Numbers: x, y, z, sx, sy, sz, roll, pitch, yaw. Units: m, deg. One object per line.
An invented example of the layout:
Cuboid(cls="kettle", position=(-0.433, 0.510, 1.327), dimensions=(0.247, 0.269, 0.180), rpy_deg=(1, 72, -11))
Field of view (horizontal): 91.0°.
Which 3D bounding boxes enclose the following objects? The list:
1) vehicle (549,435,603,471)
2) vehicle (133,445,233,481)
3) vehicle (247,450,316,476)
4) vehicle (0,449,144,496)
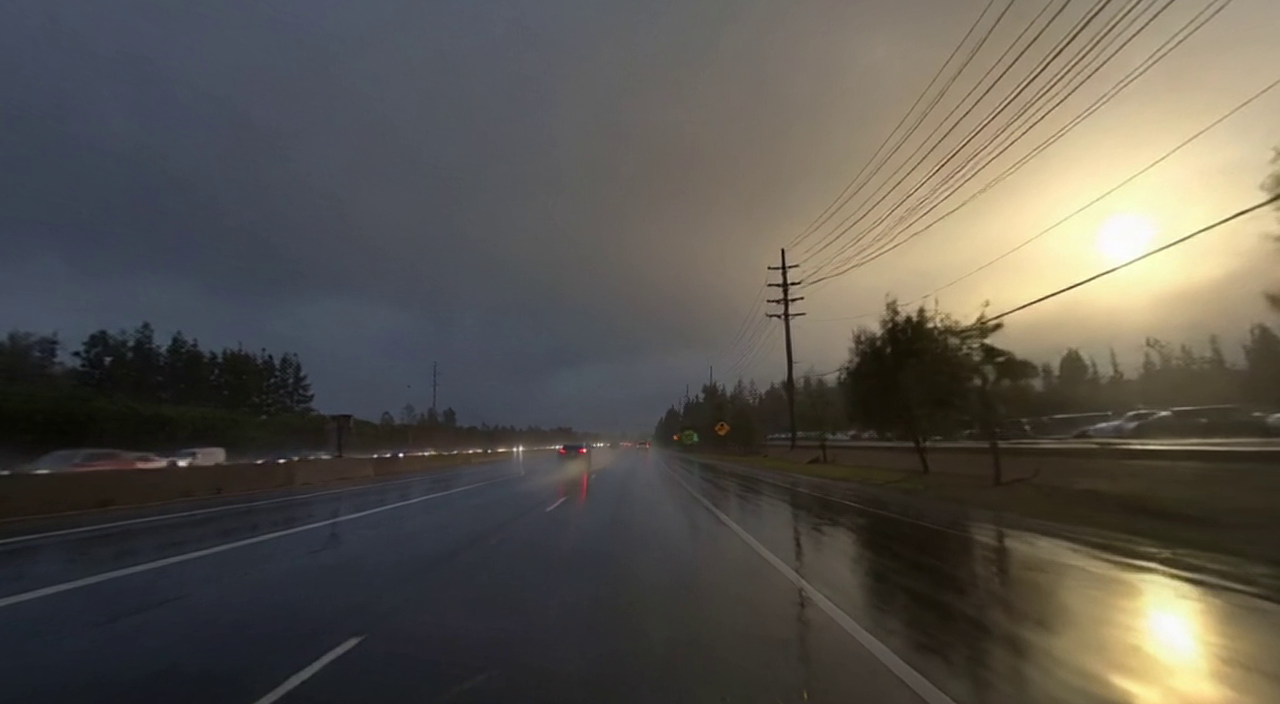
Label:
Cuboid(cls="vehicle", position=(-3.709, 6.021, 37.650), dimensions=(2.577, 1.939, 5.408), rpy_deg=(0, -9, 1))
Cuboid(cls="vehicle", position=(-35.775, 8.670, 49.635), dimensions=(2.863, 2.643, 6.699), rpy_deg=(0, -9, -1))
Cuboid(cls="vehicle", position=(-24.827, 7.682, 43.784), dimensions=(2.015, 1.672, 4.634), rpy_deg=(0, -9, 1))
Cuboid(cls="vehicle", position=(-24.469, 5.043, 26.939), dimensions=(2.001, 1.787, 5.480), rpy_deg=(0, -9, 0))
